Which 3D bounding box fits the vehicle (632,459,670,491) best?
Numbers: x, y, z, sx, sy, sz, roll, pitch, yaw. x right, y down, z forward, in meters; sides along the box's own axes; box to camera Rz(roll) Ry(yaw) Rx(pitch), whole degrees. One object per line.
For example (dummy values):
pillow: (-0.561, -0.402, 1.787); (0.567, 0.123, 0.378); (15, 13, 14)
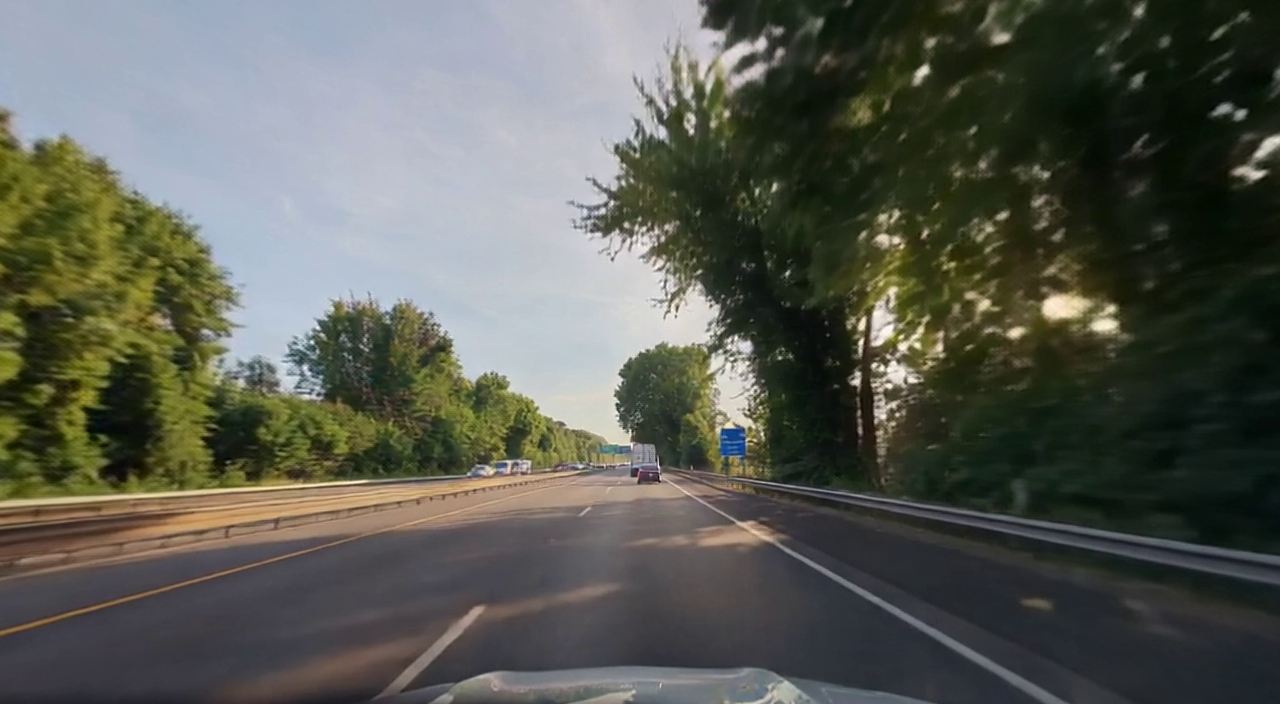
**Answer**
vehicle: (0.620, 7.088, 36.338); (2.048, 1.663, 4.377); (1, -10, 0)
